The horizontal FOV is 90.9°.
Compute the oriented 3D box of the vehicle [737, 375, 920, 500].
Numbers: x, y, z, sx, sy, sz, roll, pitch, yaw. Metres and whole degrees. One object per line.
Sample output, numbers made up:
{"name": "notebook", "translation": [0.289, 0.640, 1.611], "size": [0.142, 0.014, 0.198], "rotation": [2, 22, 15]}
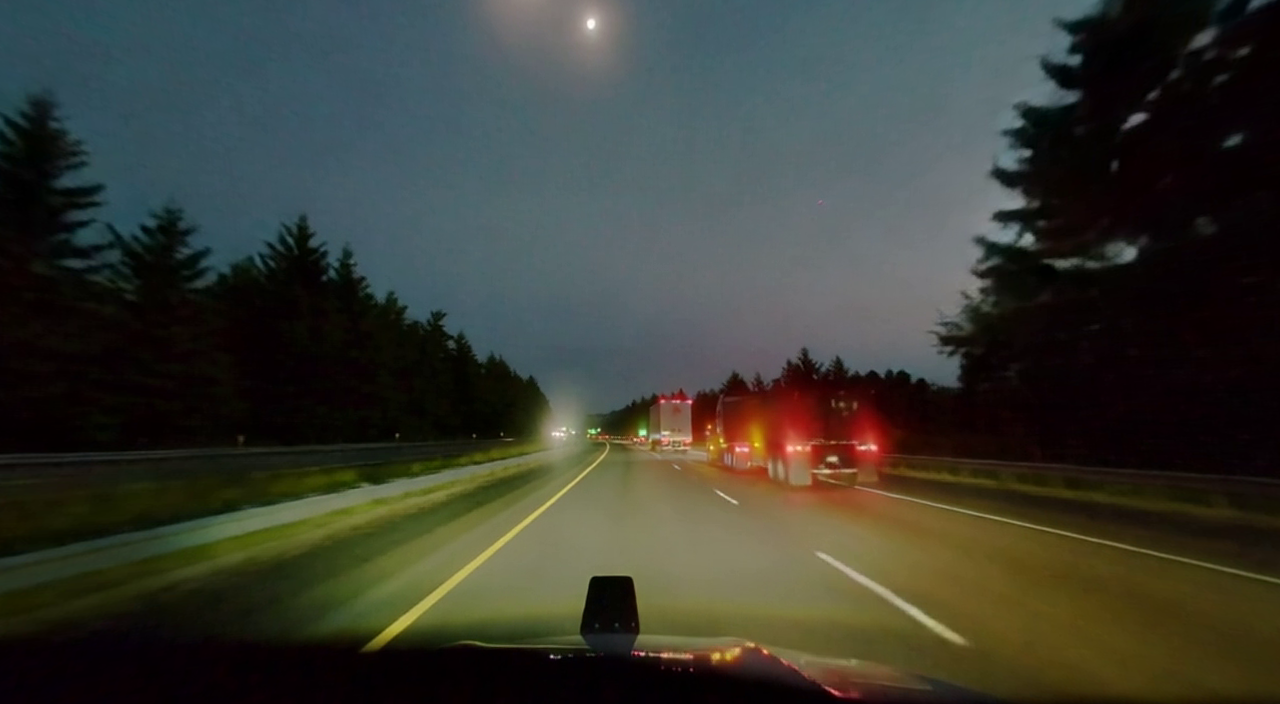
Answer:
{"name": "vehicle", "translation": [4.619, 2.274, 17.001], "size": [2.741, 2.716, 6.323], "rotation": [0, -8, -2]}
